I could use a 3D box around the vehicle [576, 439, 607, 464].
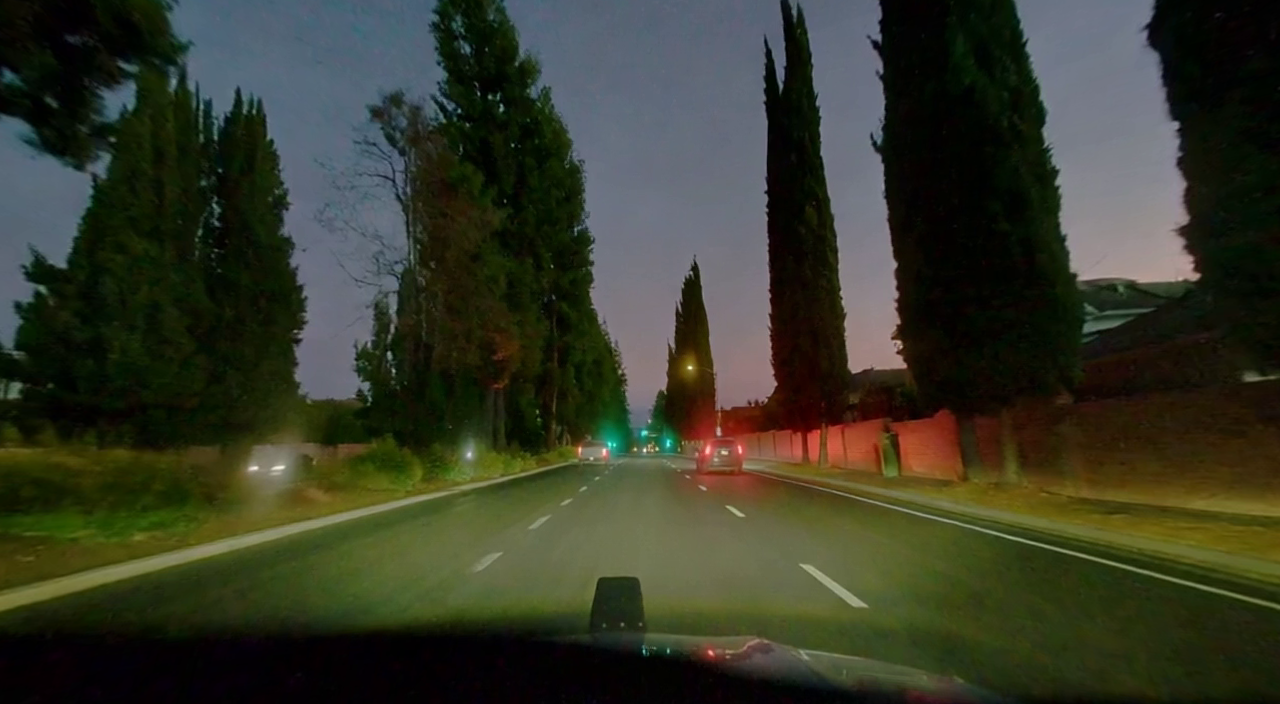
[{"bbox_3d":[-3.614,7.466,47.385,2.002,1.747,4.728,0,-8,-1],"label":"vehicle"}]

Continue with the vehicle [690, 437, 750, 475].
[{"bbox_3d":[3.823,5.106,31.175,2.321,1.695,5.037,0,-8,0],"label":"vehicle"}]

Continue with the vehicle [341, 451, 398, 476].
[{"bbox_3d":[-17.028,7.004,39.805,1.855,1.494,3.825,0,-8,1],"label":"vehicle"}]

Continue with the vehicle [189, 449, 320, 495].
[{"bbox_3d":[-13.915,4.329,23.135,1.838,1.477,4.622,0,-8,0],"label":"vehicle"}]
